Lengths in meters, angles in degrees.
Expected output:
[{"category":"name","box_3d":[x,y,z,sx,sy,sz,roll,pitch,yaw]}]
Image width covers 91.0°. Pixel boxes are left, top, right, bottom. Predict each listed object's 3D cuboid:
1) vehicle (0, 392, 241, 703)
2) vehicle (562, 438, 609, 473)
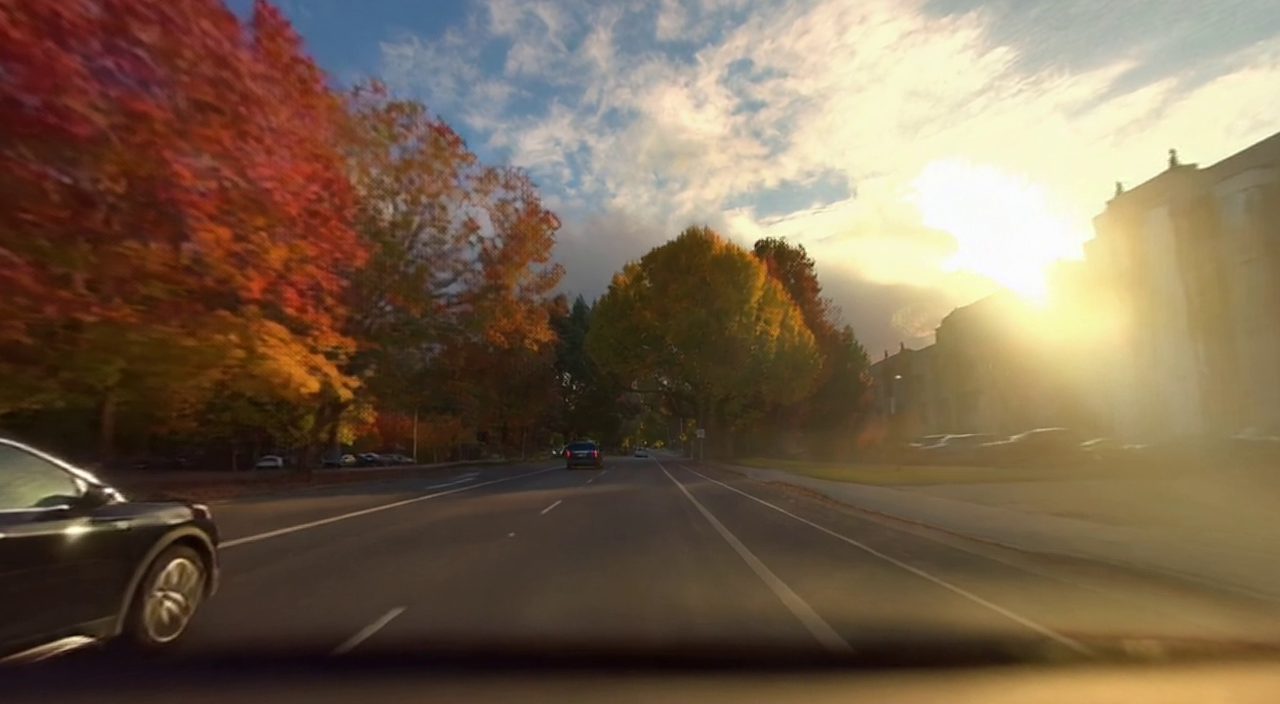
[{"category":"vehicle","box_3d":[-3.812,0.856,2.221,1.923,1.528,4.309,0,-9,1]},{"category":"vehicle","box_3d":[-2.954,5.768,35.159,2.112,1.779,4.489,0,-9,2]}]
